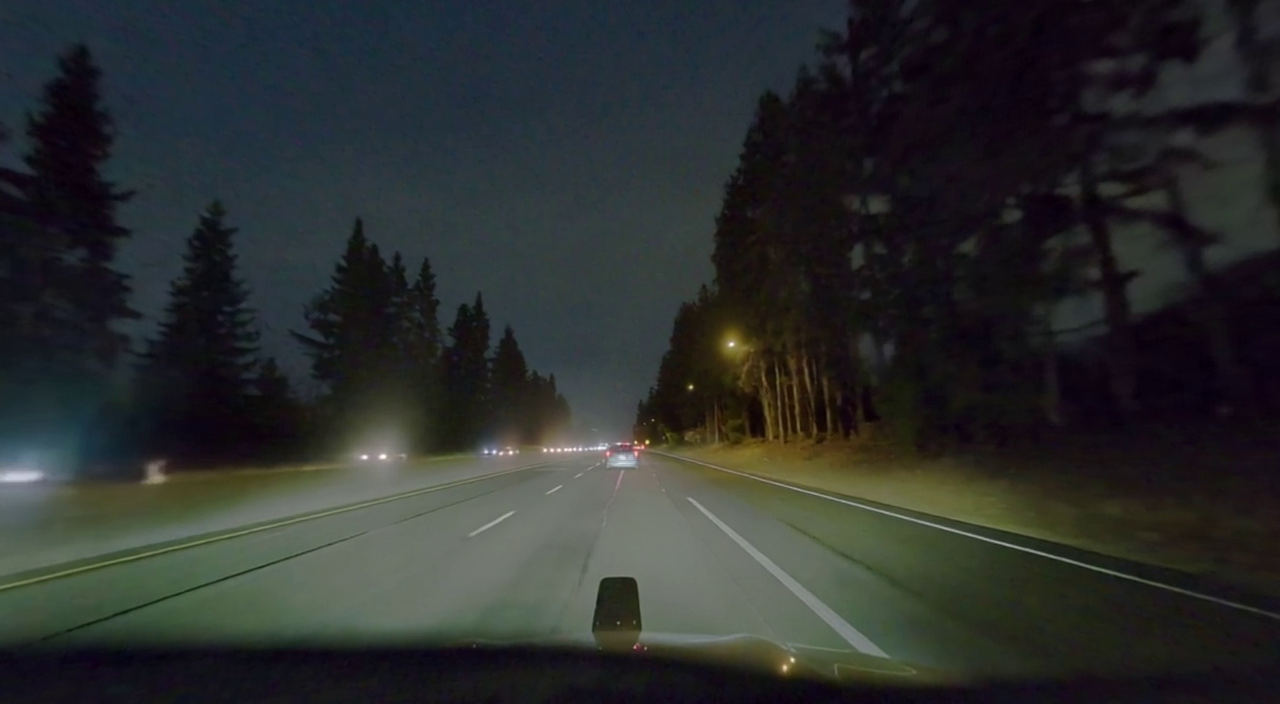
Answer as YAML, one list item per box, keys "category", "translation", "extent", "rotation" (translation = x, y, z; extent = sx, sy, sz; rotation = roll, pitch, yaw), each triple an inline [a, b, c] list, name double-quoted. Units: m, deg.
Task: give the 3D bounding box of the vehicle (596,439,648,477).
- category: "vehicle"
  translation: [-0.763, 4.639, 27.643]
  extent: [2.095, 1.537, 4.017]
  rotation: [0, -9, -1]

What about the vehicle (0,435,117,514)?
- category: "vehicle"
  translation: [-13.287, 2.469, 12.730]
  extent: [1.869, 1.513, 4.031]
  rotation: [0, -9, -1]

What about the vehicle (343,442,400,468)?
- category: "vehicle"
  translation: [-17.879, 6.885, 41.939]
  extent: [1.919, 1.589, 4.272]
  rotation: [0, -9, -1]
